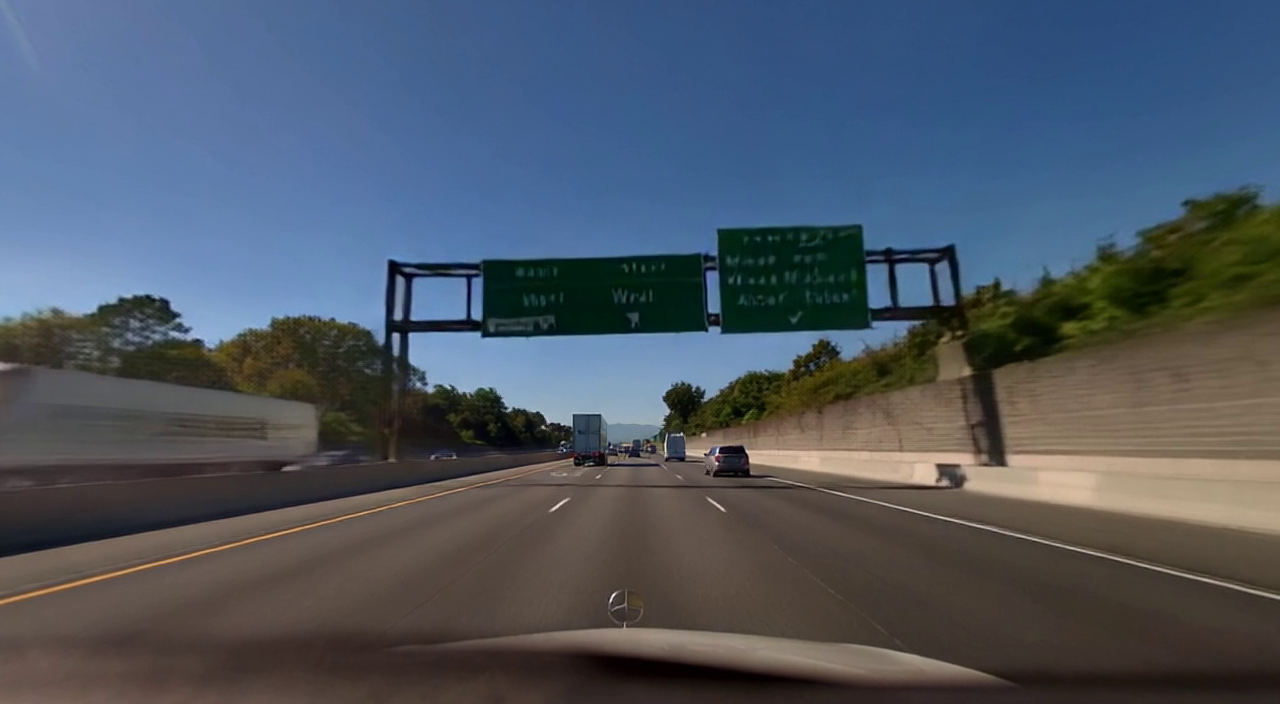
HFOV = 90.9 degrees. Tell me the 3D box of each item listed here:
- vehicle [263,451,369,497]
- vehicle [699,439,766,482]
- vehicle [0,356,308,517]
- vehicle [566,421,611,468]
[{"bbox_3d":[-11.461,4.308,22.613,1.762,1.478,3.882,0,-9,-1],"label":"vehicle"},{"bbox_3d":[3.560,4.270,25.001,1.983,1.545,4.038,0,-9,-1],"label":"vehicle"},{"bbox_3d":[-18.869,3.422,24.168,3.193,4.259,17.218,-1,-9,-1],"label":"vehicle"},{"bbox_3d":[-3.732,6.926,46.970,2.667,3.195,6.731,0,-9,1],"label":"vehicle"}]
